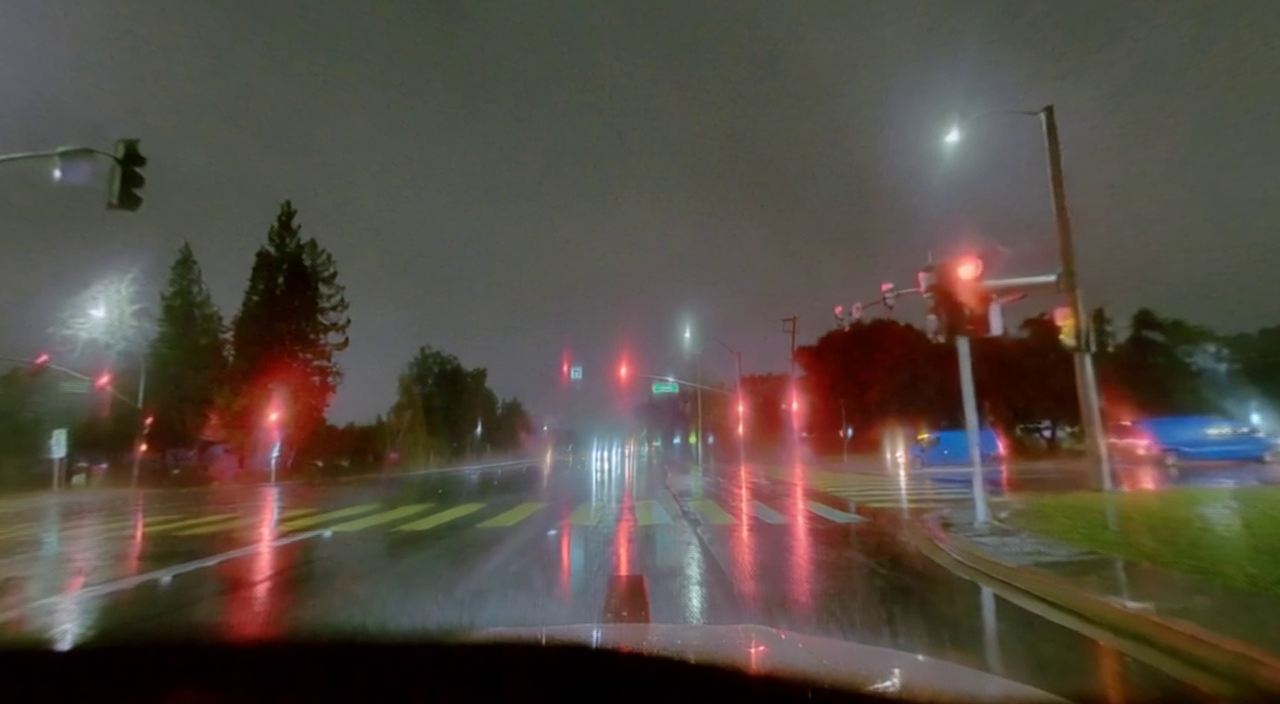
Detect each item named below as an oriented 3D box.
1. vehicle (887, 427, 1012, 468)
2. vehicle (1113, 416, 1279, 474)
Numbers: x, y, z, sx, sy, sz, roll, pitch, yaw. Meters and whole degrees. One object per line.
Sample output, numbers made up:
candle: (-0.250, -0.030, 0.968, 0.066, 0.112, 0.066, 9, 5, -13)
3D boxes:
vehicle: (14.403, 4.464, 29.512, 4.790, 1.798, 1.909, 0, -9, 1)
vehicle: (20.004, 3.331, 22.556, 4.536, 1.965, 1.780, -1, -9, 3)
